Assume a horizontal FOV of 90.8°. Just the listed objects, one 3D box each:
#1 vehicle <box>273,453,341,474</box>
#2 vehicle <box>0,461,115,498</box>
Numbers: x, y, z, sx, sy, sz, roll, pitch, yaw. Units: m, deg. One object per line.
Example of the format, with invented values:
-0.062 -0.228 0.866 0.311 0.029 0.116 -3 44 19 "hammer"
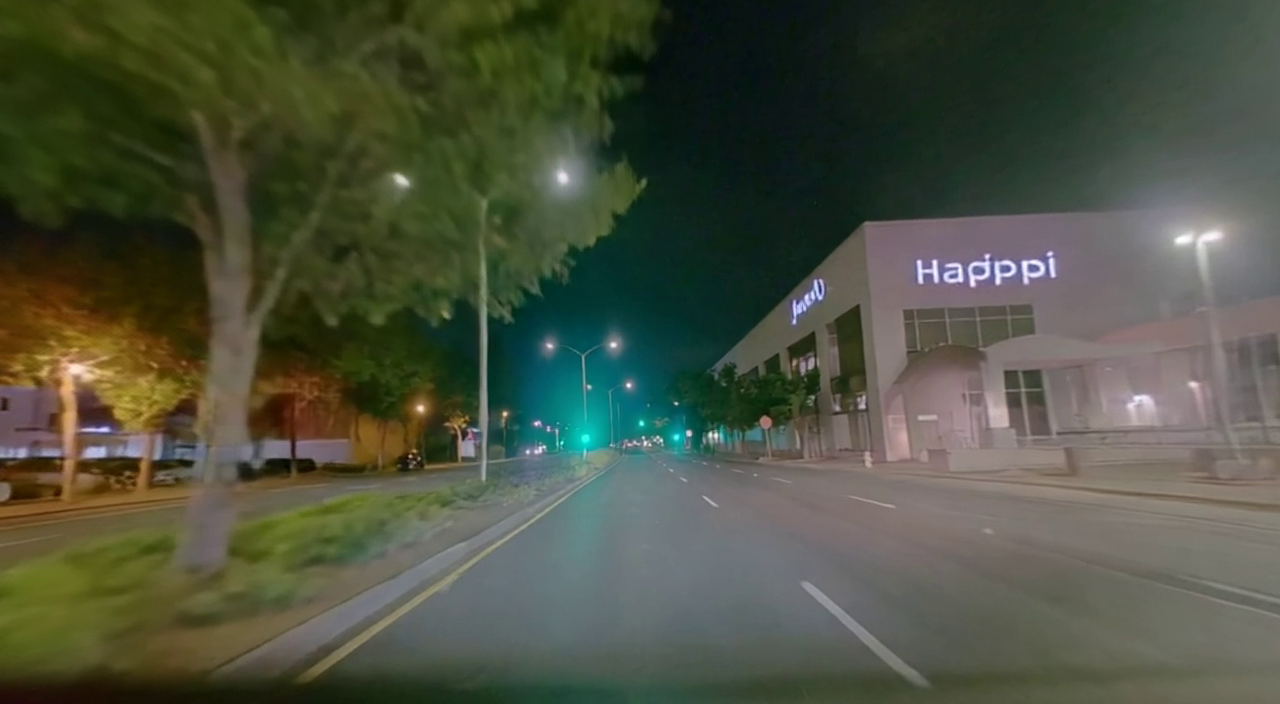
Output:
-25.241 8.462 48.098 4.296 1.406 1.920 3 -9 -20 "vehicle"
-26.394 5.563 27.707 4.680 1.443 1.960 3 -9 -22 "vehicle"
